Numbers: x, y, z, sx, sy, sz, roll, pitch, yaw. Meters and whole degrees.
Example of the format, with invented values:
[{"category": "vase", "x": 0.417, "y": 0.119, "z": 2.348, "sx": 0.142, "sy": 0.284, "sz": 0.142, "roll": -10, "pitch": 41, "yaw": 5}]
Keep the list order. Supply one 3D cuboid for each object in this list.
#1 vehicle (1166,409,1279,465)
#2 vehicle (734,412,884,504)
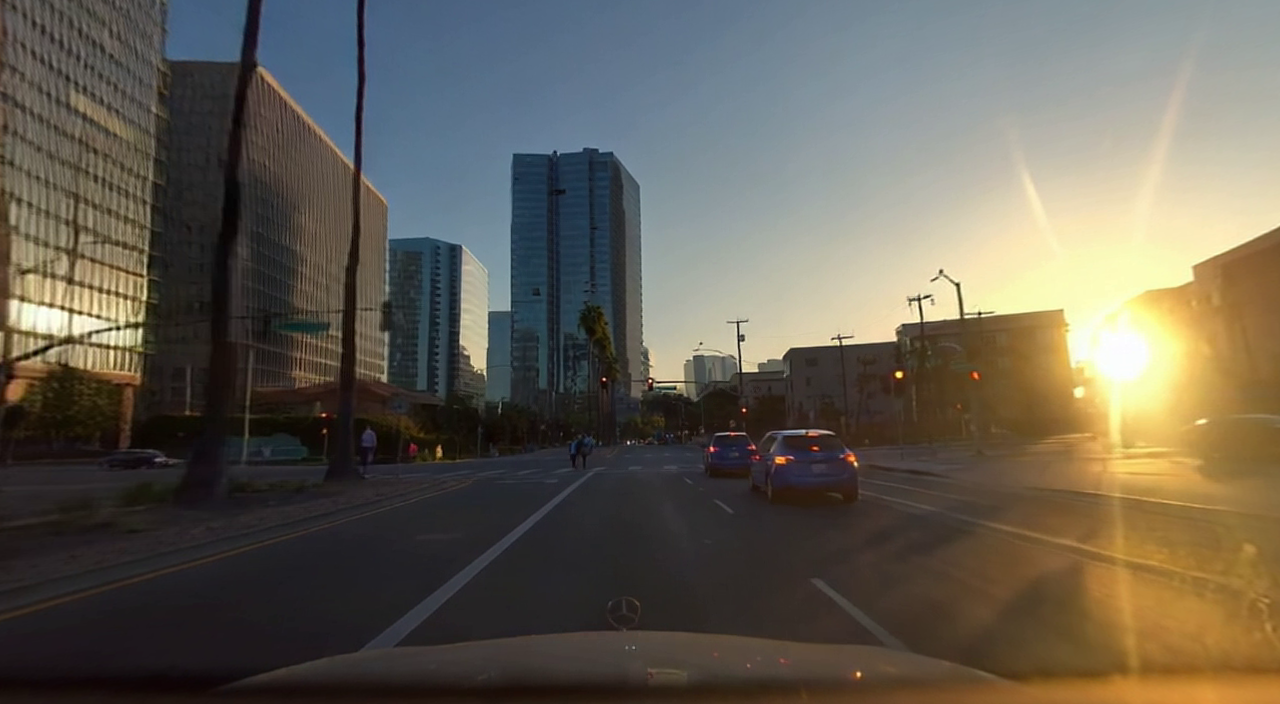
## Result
[{"category": "vehicle", "x": 19.518, "y": 2.699, "z": 19.983, "sx": 1.761, "sy": 1.615, "sz": 4.403, "roll": 0, "pitch": -9, "yaw": -3}, {"category": "vehicle", "x": 3.634, "y": 2.407, "z": 14.683, "sx": 2.060, "sy": 1.756, "sz": 4.770, "roll": 0, "pitch": -8, "yaw": -1}]
